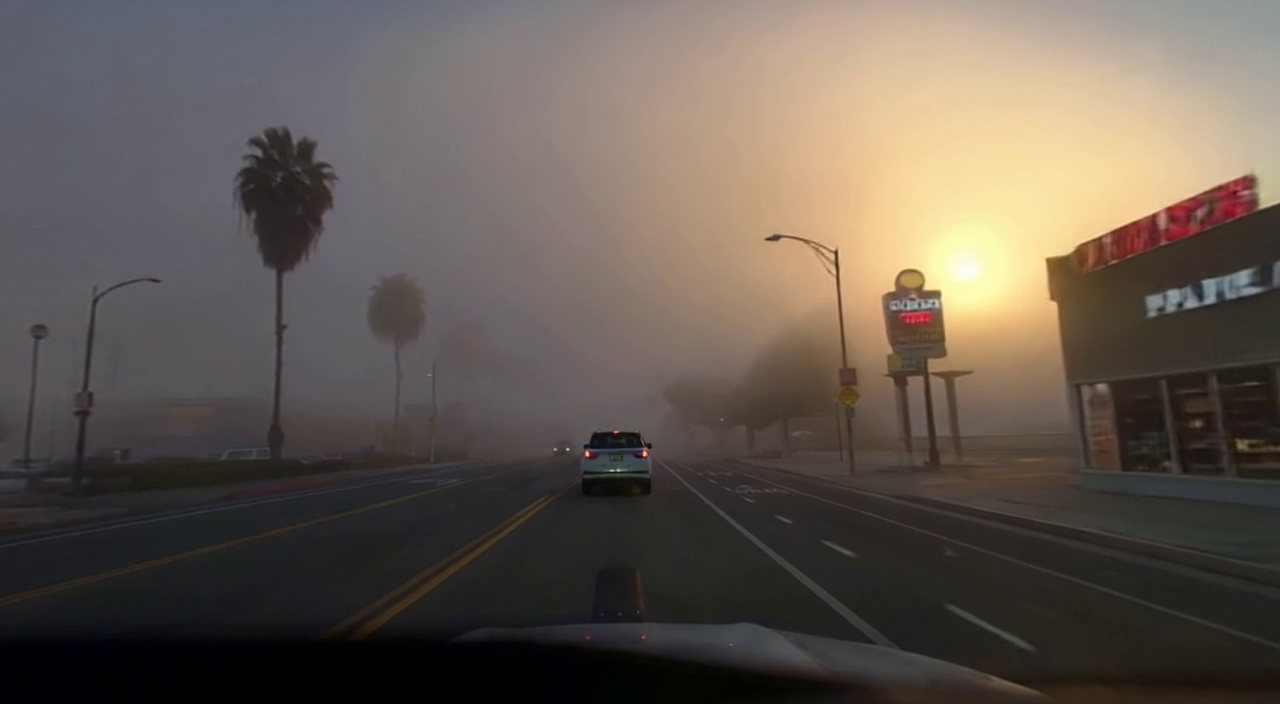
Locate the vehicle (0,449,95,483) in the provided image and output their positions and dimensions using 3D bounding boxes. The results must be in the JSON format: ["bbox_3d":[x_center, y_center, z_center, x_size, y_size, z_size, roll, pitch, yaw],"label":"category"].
[{"bbox_3d":[-34.728,6.624,36.789,2.013,1.785,4.331,0,-9,-5],"label":"vehicle"}]

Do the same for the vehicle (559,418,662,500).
[{"bbox_3d":[-0.677,2.627,15.806,2.239,1.763,4.096,0,-8,-1],"label":"vehicle"}]
